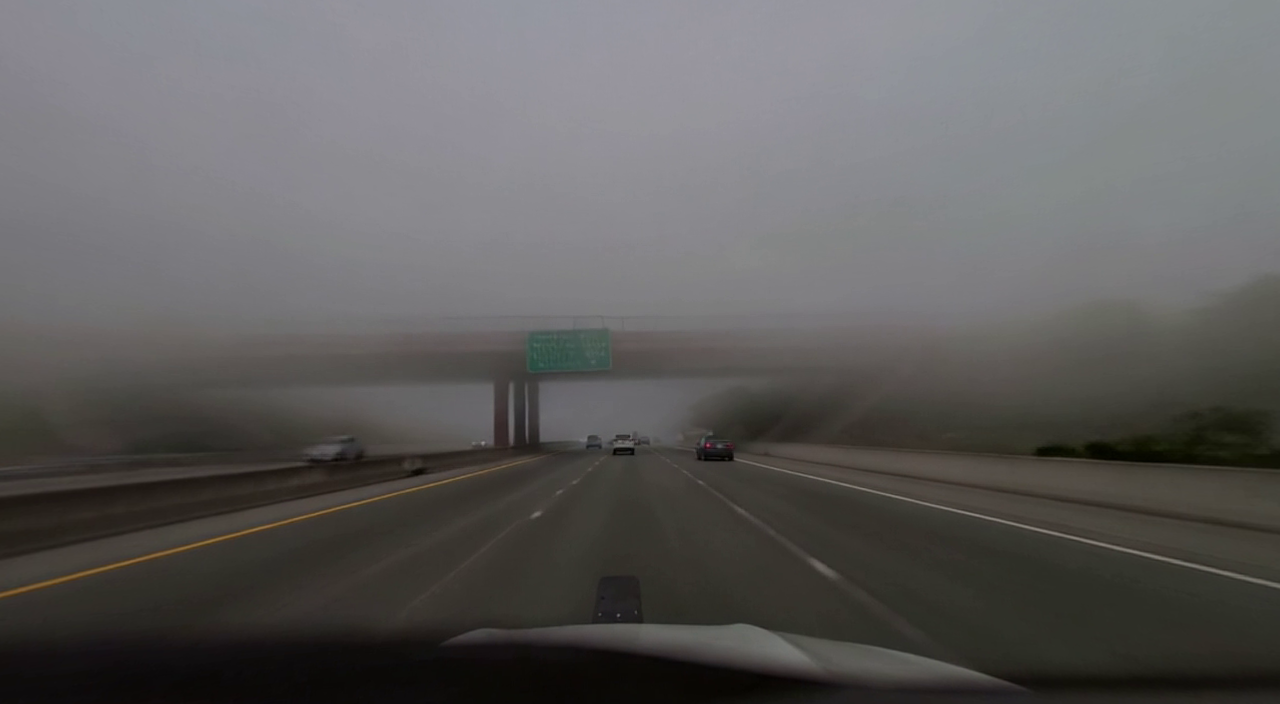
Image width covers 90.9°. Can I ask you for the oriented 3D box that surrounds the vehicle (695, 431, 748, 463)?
[{"bbox_3d":[4.176,4.937,32.982,2.056,1.508,4.093,0,-8,-2],"label":"vehicle"}]

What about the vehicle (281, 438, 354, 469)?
[{"bbox_3d":[-16.904,5.319,33.292,1.776,1.484,3.974,0,-8,-1],"label":"vehicle"}]

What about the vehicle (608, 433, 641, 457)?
[{"bbox_3d":[-0.943,5.781,39.320,1.987,1.440,3.565,0,-8,-1],"label":"vehicle"}]
